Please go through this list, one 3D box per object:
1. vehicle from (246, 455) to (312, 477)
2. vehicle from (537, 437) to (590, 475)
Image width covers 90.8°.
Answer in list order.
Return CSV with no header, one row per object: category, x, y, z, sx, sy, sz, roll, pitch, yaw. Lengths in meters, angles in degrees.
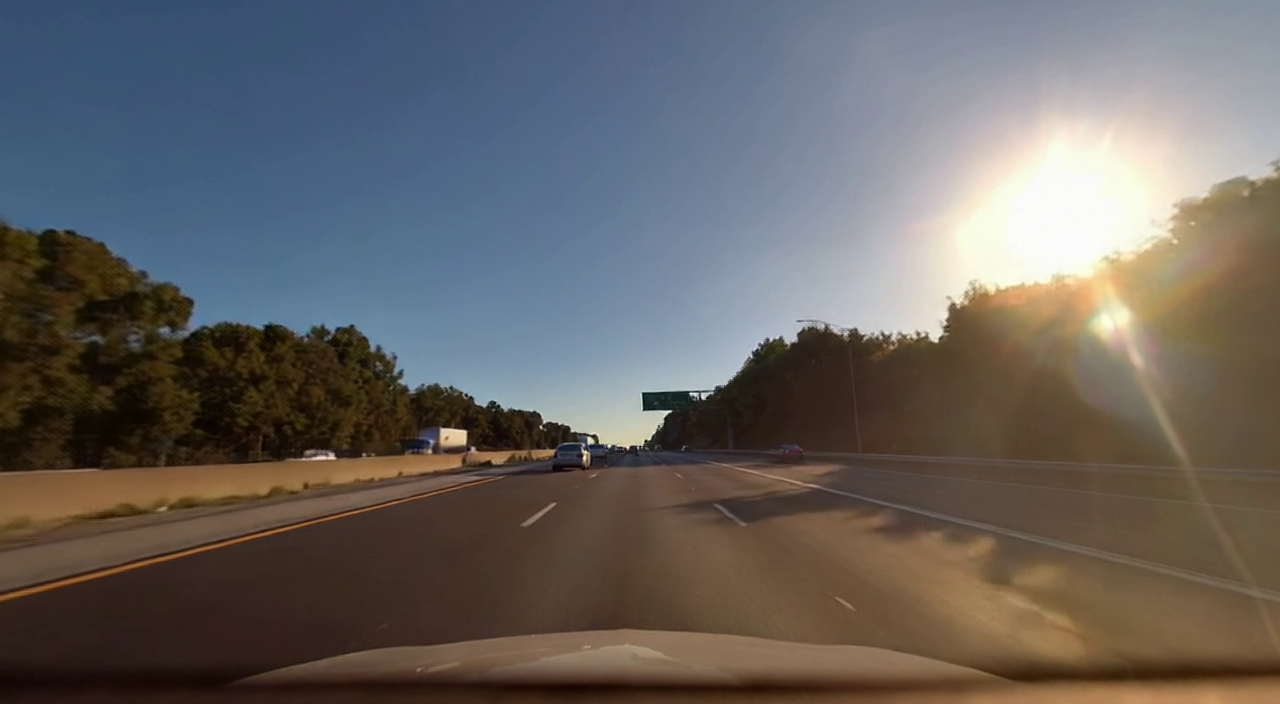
vehicle,-26.390,8.342,46.377,1.914,1.493,4.841,0,-9,1
vehicle,-3.799,5.246,32.104,2.114,1.774,4.427,0,-9,0
